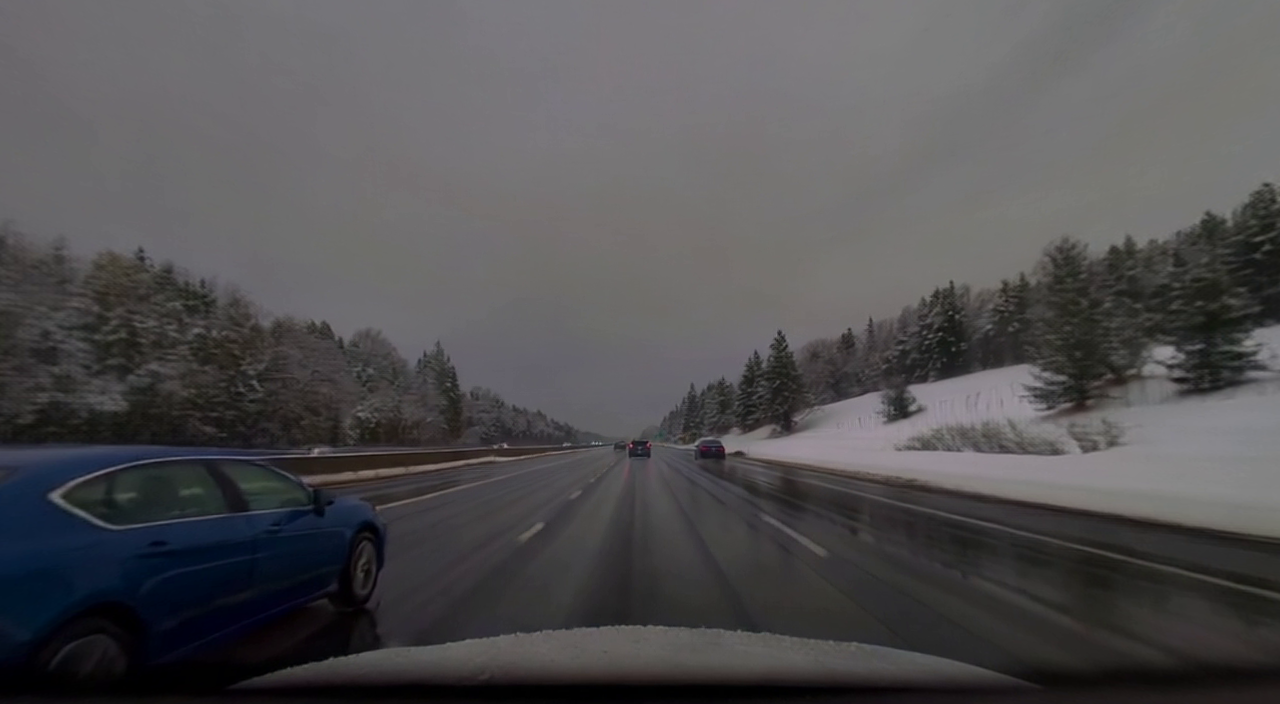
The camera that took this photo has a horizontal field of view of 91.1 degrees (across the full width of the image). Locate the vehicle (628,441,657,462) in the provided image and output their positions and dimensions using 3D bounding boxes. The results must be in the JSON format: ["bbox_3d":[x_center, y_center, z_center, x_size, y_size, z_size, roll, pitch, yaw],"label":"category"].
[{"bbox_3d":[0.180,7.410,46.955,2.052,1.449,3.857,0,-8,0],"label":"vehicle"}]

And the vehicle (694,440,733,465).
[{"bbox_3d":[4.740,6.560,41.139,2.008,1.524,4.598,0,-8,-1],"label":"vehicle"}]
